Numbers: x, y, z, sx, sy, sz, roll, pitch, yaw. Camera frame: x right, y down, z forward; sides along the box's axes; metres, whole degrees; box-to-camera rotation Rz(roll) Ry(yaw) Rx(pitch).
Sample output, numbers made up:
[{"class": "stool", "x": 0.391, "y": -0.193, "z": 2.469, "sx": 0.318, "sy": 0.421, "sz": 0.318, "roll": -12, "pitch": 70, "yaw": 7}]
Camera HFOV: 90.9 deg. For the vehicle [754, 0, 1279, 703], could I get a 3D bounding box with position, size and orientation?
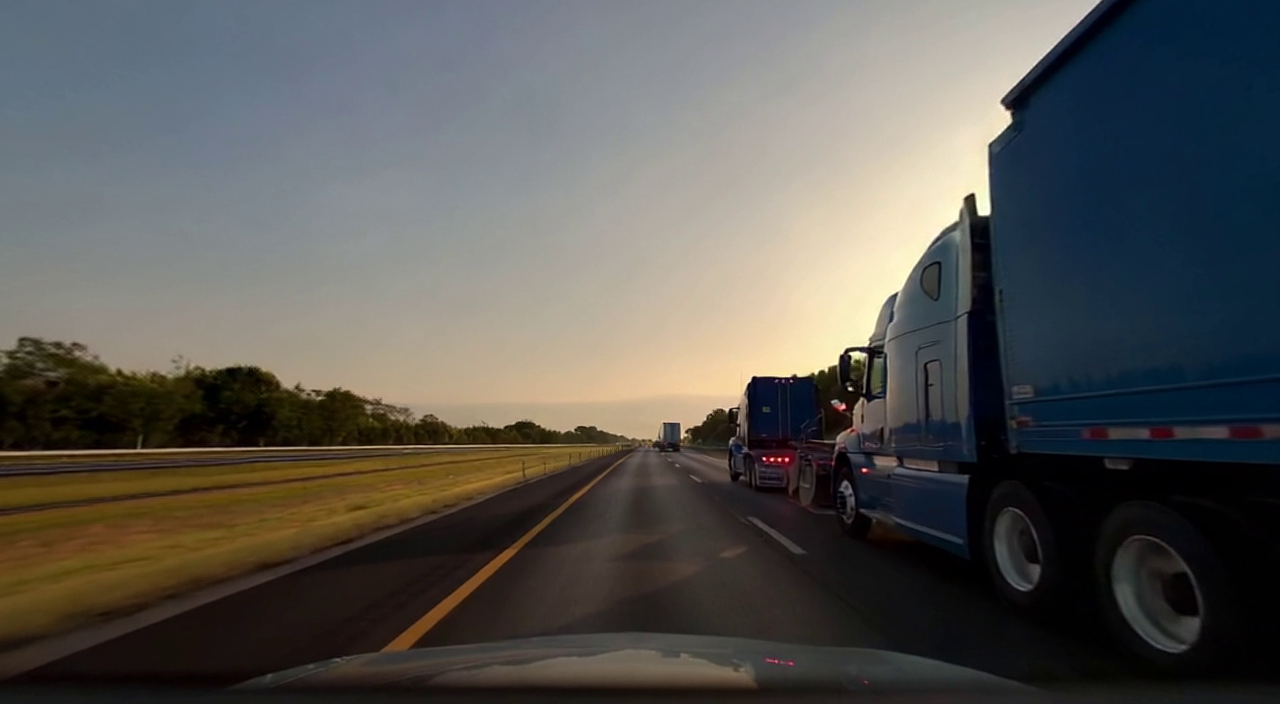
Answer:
[{"class": "vehicle", "x": 4.067, "y": 0.078, "z": 5.388, "sx": 2.976, "sy": 4.114, "sz": 16.788, "roll": 0, "pitch": -8, "yaw": 0}]
